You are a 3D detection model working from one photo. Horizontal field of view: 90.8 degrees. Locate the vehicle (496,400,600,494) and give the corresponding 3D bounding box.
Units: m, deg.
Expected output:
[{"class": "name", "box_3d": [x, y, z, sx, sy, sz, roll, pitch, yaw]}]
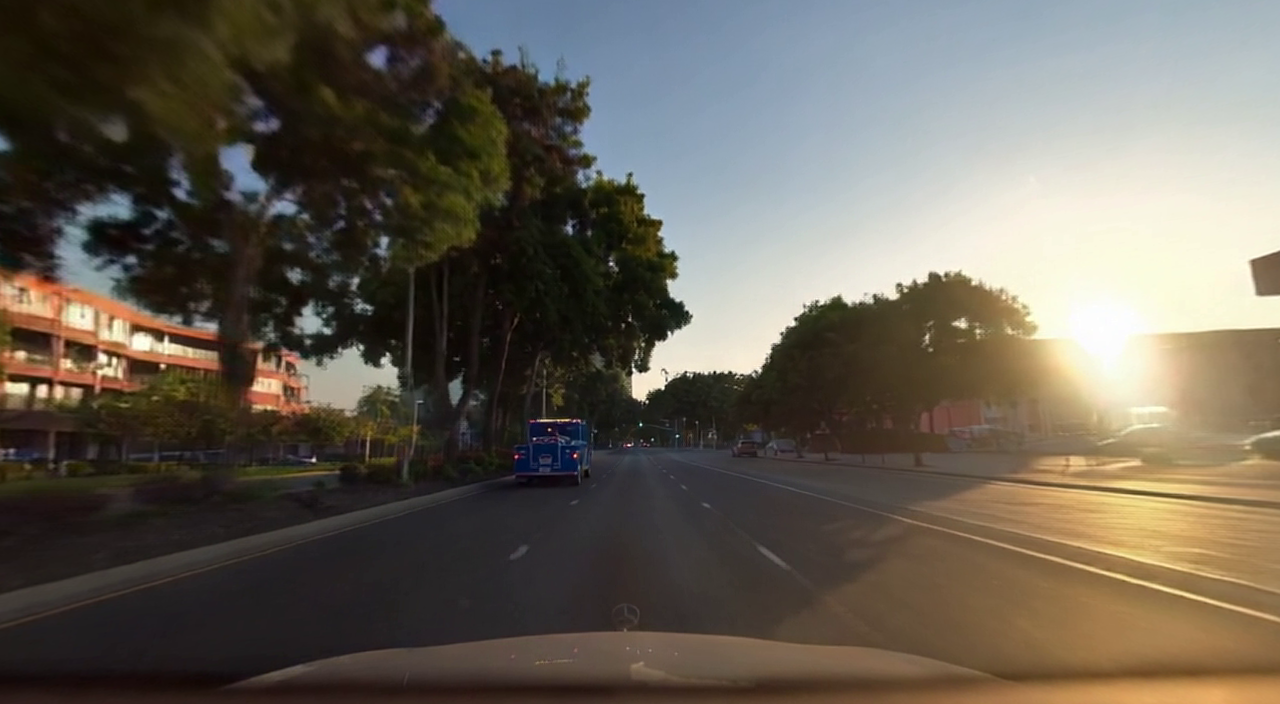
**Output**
[{"class": "vehicle", "box_3d": [-2.972, 3.299, 22.075, 2.633, 2.787, 5.796, -1, -8, 1]}]
